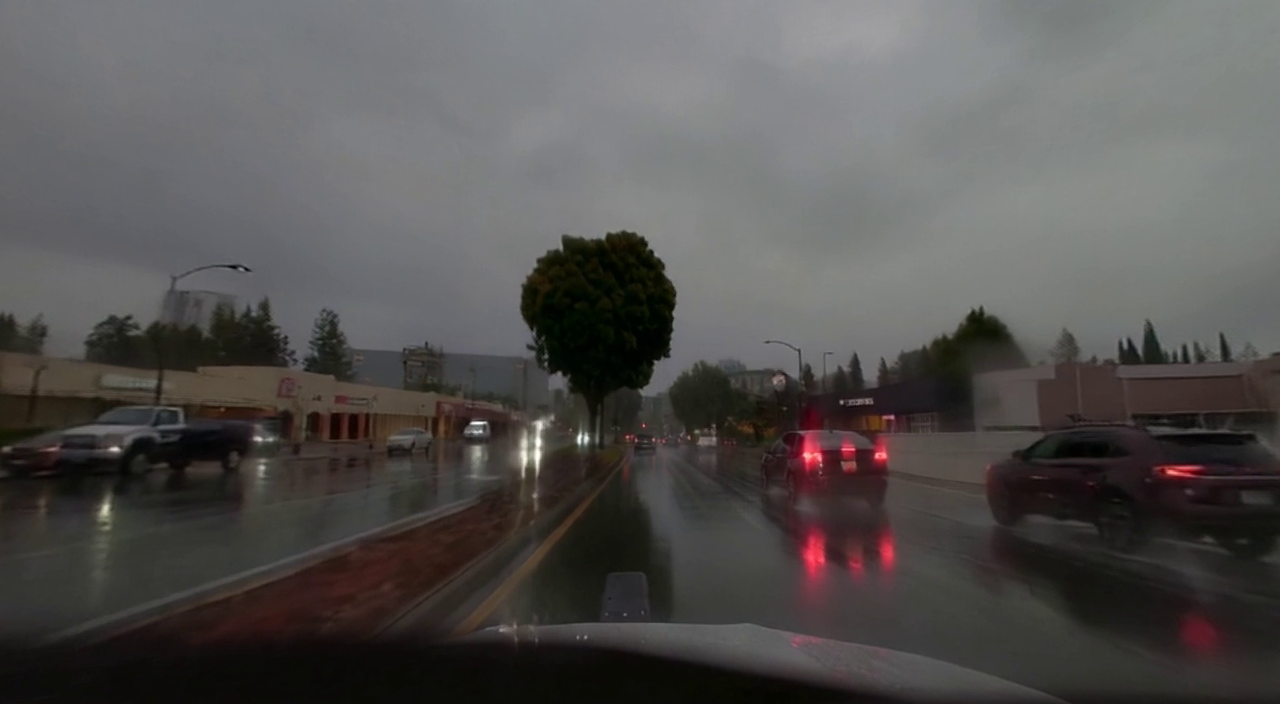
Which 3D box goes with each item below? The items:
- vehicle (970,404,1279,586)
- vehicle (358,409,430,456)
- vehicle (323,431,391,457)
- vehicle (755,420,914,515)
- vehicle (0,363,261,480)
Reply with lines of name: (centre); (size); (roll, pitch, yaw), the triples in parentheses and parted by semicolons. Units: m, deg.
vehicle: (6.843, 1.731, 8.538); (2.134, 1.738, 4.833); (0, -8, 0)
vehicle: (-18.619, 6.210, 48.138); (2.811, 3.326, 6.083); (0, -8, 2)
vehicle: (-18.646, 6.108, 41.873); (2.015, 1.647, 5.085); (0, -8, 2)
vehicle: (3.796, 2.332, 13.161); (2.072, 1.669, 3.836); (0, -8, 0)
vehicle: (-18.705, 2.790, 23.642); (2.935, 3.431, 9.380); (-2, -9, 2)
